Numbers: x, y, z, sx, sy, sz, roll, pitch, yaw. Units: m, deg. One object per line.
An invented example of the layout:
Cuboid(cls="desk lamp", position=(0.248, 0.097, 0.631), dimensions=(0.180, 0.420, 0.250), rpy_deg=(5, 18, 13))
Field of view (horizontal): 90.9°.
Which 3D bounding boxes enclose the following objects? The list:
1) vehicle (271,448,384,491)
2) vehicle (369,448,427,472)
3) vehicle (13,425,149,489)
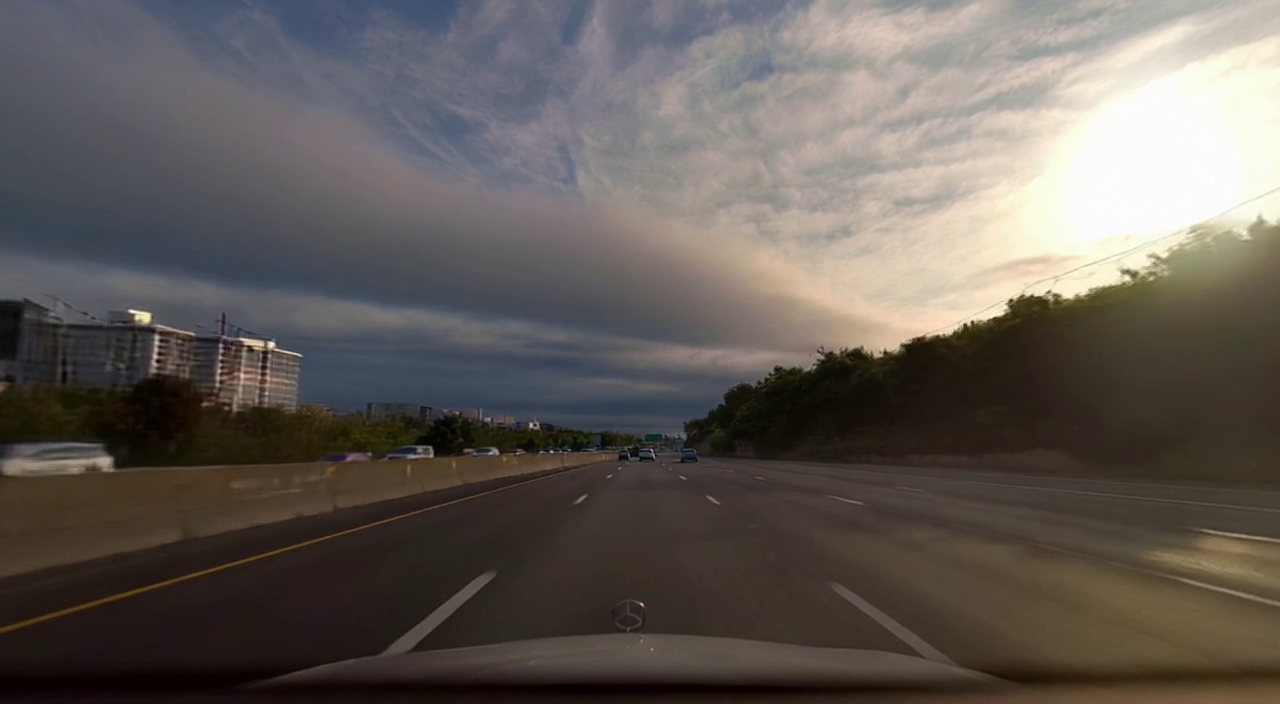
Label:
Cuboid(cls="vehicle", position=(-11.364, 4.286, 23.336), dimensions=(1.894, 1.437, 4.443), rpy_deg=(0, -9, 0))
Cuboid(cls="vehicle", position=(-16.064, 7.191, 42.145), dimensions=(1.903, 1.504, 4.720), rpy_deg=(-1, -9, 1))
Cuboid(cls="vehicle", position=(-20.212, 3.808, 22.993), dimensions=(1.890, 2.116, 3.173), rpy_deg=(0, -9, 1))
